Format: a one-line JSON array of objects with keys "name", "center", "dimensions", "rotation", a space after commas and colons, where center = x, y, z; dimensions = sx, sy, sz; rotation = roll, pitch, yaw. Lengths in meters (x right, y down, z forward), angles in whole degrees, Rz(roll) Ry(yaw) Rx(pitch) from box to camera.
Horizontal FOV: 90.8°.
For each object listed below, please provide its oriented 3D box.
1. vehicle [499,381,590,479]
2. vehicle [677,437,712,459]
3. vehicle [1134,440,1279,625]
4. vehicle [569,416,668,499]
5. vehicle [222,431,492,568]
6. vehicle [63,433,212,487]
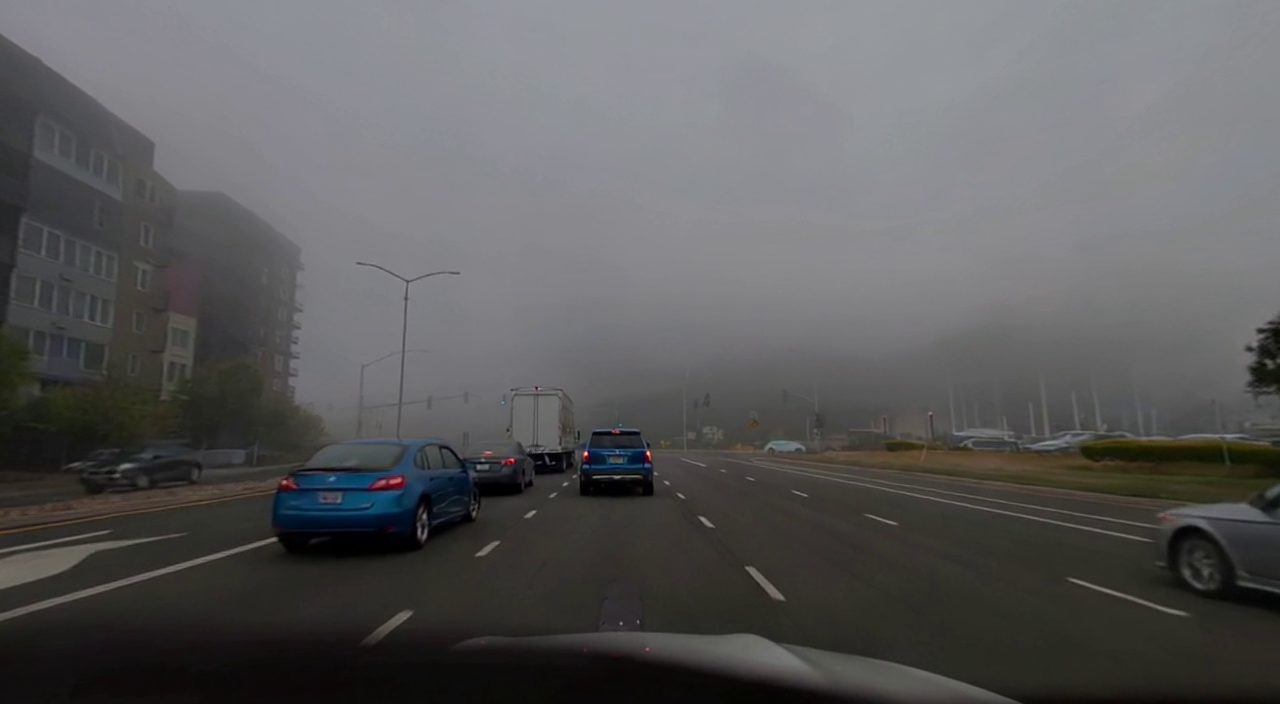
[{"name": "vehicle", "center": [-4.192, 3.945, 30.993], "dimensions": [2.918, 3.741, 13.683], "rotation": [0, -8, -2]}, {"name": "vehicle", "center": [3.955, 7.052, 46.556], "dimensions": [1.967, 1.480, 4.286], "rotation": [1, -8, -4]}, {"name": "vehicle", "center": [6.037, 1.249, 3.835], "dimensions": [2.077, 1.424, 4.869], "rotation": [0, -8, -1]}, {"name": "vehicle", "center": [-0.567, 2.734, 16.764], "dimensions": [2.260, 1.872, 4.578], "rotation": [0, -8, -2]}, {"name": "vehicle", "center": [-3.569, 1.905, 9.029], "dimensions": [1.904, 1.460, 4.300], "rotation": [0, -8, -1]}, {"name": "vehicle", "center": [-19.014, 4.069, 24.244], "dimensions": [2.089, 1.861, 4.615], "rotation": [0, -8, -4]}]
